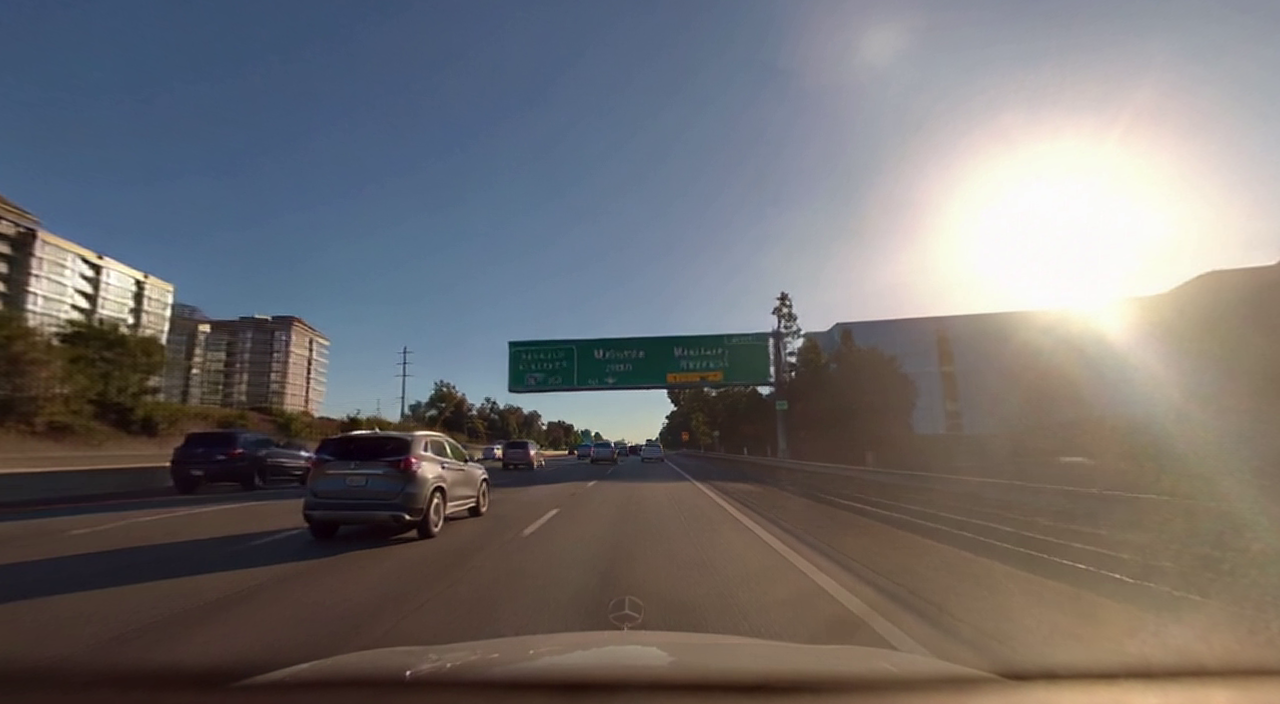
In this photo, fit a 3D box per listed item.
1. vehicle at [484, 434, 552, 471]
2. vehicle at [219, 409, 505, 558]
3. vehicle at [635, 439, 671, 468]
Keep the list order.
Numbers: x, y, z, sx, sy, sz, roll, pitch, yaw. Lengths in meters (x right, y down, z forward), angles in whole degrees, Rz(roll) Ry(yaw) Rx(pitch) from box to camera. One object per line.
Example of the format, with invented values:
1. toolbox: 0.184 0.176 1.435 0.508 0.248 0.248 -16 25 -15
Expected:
1. vehicle: -6.732 5.628 35.537 2.521 1.901 5.988 0 -8 1
2. vehicle: -3.783 1.898 9.868 2.136 1.718 4.873 0 -8 2
3. vehicle: 0.783 6.428 40.158 2.135 1.697 4.757 0 -8 0
